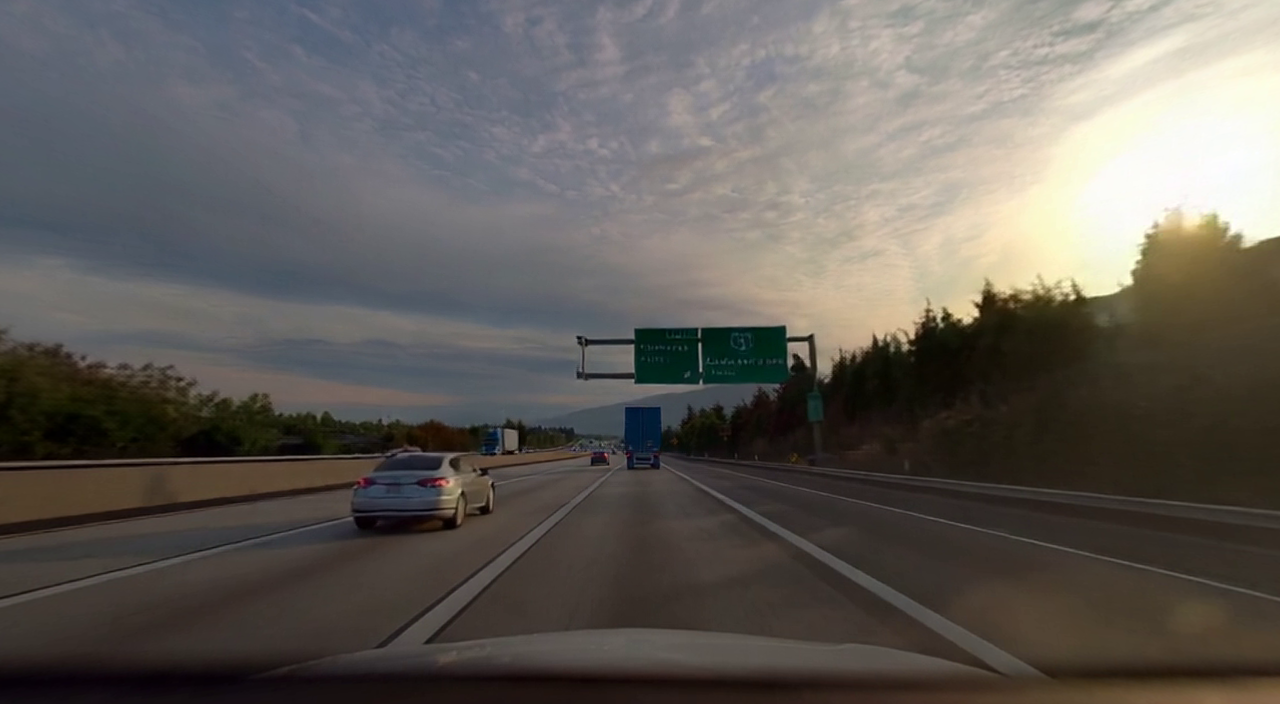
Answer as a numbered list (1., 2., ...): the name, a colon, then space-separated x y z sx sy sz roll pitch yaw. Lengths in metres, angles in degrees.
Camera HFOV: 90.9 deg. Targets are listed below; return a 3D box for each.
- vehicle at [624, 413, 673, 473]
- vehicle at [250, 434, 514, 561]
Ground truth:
1. vehicle: 0.408 6.244 42.888 2.893 3.628 9.081 0 -9 -2
2. vehicle: -3.669 2.174 10.298 2.114 1.523 5.110 0 -9 1
